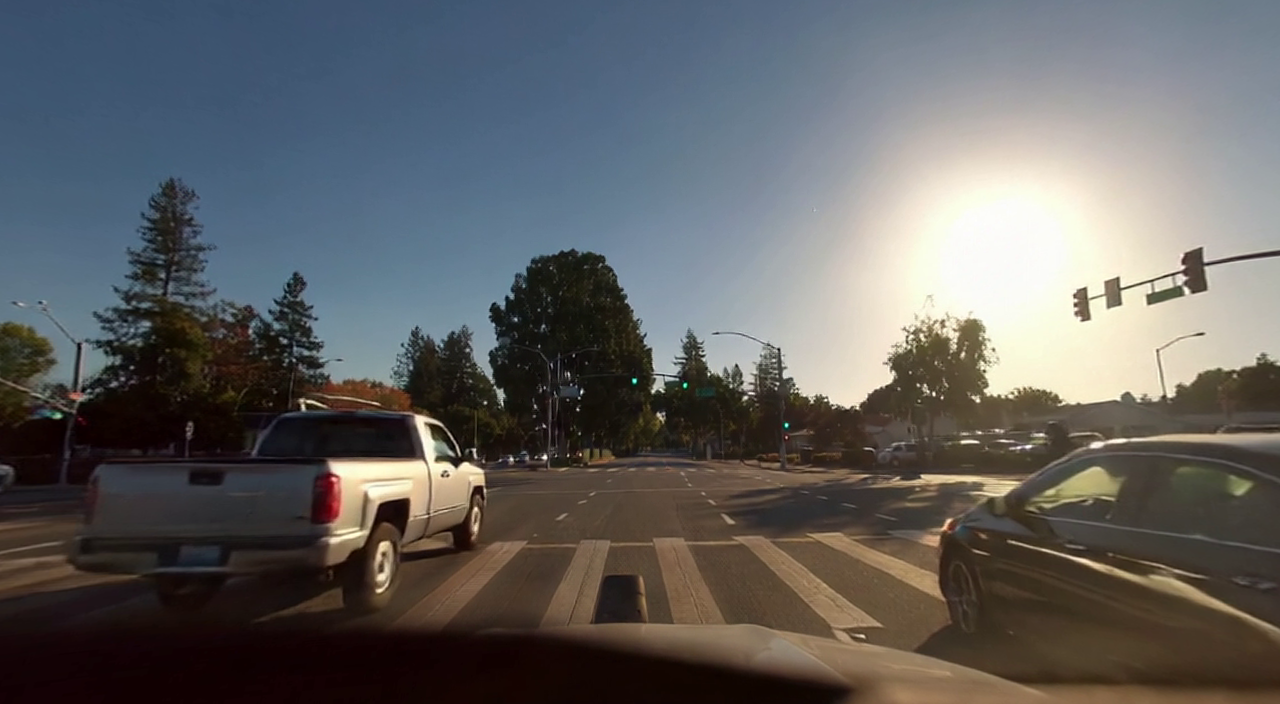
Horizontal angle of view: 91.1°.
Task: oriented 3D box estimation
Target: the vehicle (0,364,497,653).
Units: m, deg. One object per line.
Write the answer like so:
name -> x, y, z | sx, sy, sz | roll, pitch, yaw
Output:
vehicle -> -3.250, 1.381, 6.696 | 2.231, 1.898, 4.985 | 0, -8, 0

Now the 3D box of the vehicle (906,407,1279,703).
vehicle -> 3.131, 1.014, 2.733 | 1.990, 1.454, 4.490 | 0, -8, 0
